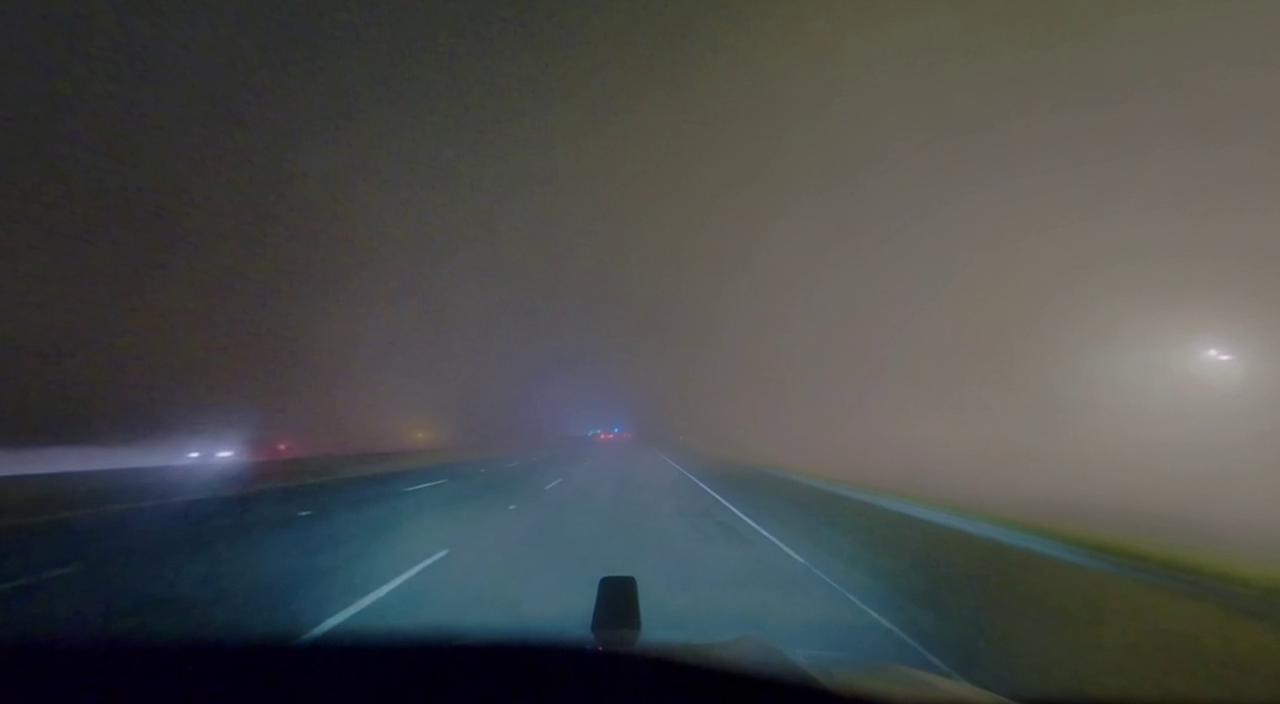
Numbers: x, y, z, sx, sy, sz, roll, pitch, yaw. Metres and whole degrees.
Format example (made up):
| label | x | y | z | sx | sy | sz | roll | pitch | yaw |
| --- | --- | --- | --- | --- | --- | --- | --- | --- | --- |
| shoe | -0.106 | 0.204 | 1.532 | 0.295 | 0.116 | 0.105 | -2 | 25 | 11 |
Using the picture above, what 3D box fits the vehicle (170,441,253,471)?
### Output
| label | x | y | z | sx | sy | sz | roll | pitch | yaw |
| --- | --- | --- | --- | --- | --- | --- | --- | --- | --- |
| vehicle | -23.633 | 5.734 | 34.847 | 1.768 | 1.507 | 3.977 | 0 | -8 | 0 |
